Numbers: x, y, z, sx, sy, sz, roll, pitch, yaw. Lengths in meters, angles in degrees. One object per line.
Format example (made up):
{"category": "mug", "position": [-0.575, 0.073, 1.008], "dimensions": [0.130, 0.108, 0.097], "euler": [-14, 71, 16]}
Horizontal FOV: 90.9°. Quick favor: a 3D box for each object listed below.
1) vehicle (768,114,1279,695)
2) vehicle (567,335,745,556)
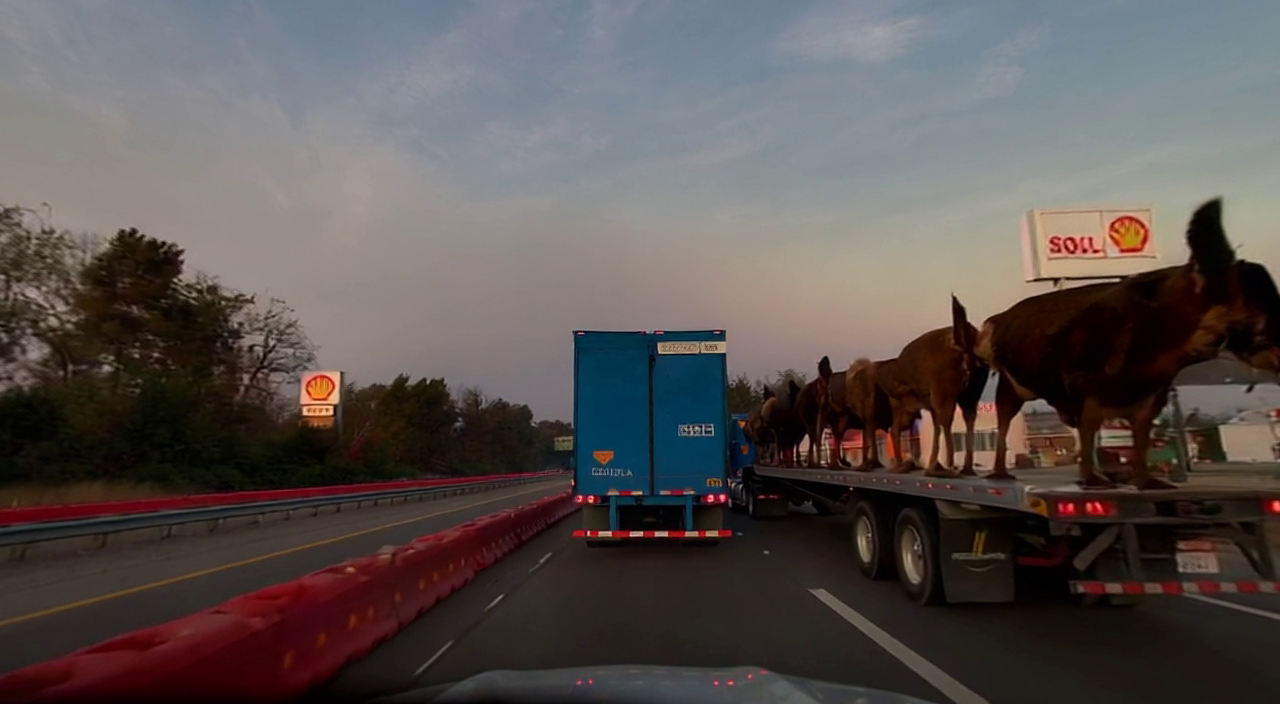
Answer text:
{"category": "vehicle", "position": [4.316, 1.046, 8.620], "dimensions": [2.936, 3.640, 9.443], "euler": [1, -10, -1]}
{"category": "vehicle", "position": [0.264, 2.150, 13.847], "dimensions": [2.618, 3.306, 8.676], "euler": [1, -10, 0]}
